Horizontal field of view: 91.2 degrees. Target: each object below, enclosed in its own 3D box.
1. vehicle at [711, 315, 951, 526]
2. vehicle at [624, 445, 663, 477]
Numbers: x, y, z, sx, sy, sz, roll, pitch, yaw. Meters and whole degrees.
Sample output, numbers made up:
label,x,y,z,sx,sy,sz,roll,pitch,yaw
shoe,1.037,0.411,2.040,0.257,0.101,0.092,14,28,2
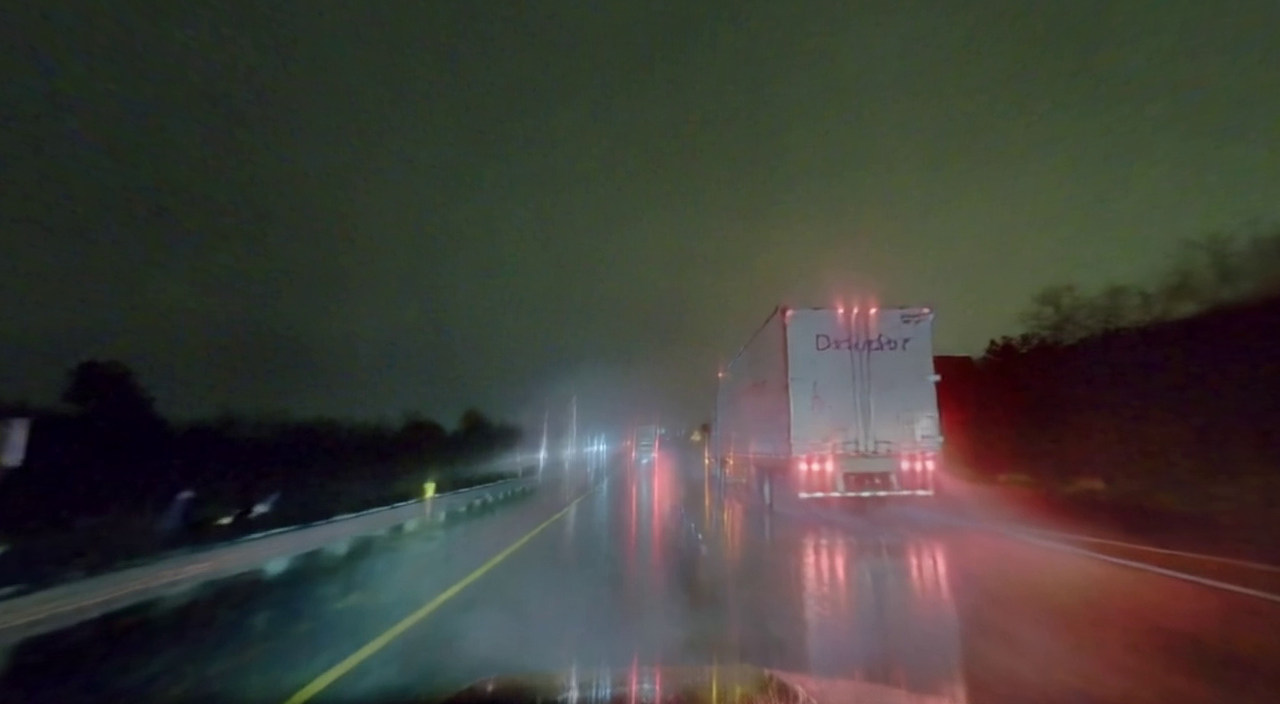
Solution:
label,x,y,z,sx,sy,sz,roll,pitch,yaw
vehicle,4.686,2.472,20.086,3.167,4.180,14.924,2,-9,1
vehicle,0.242,6.364,36.845,2.160,1.691,4.243,-1,-9,1
